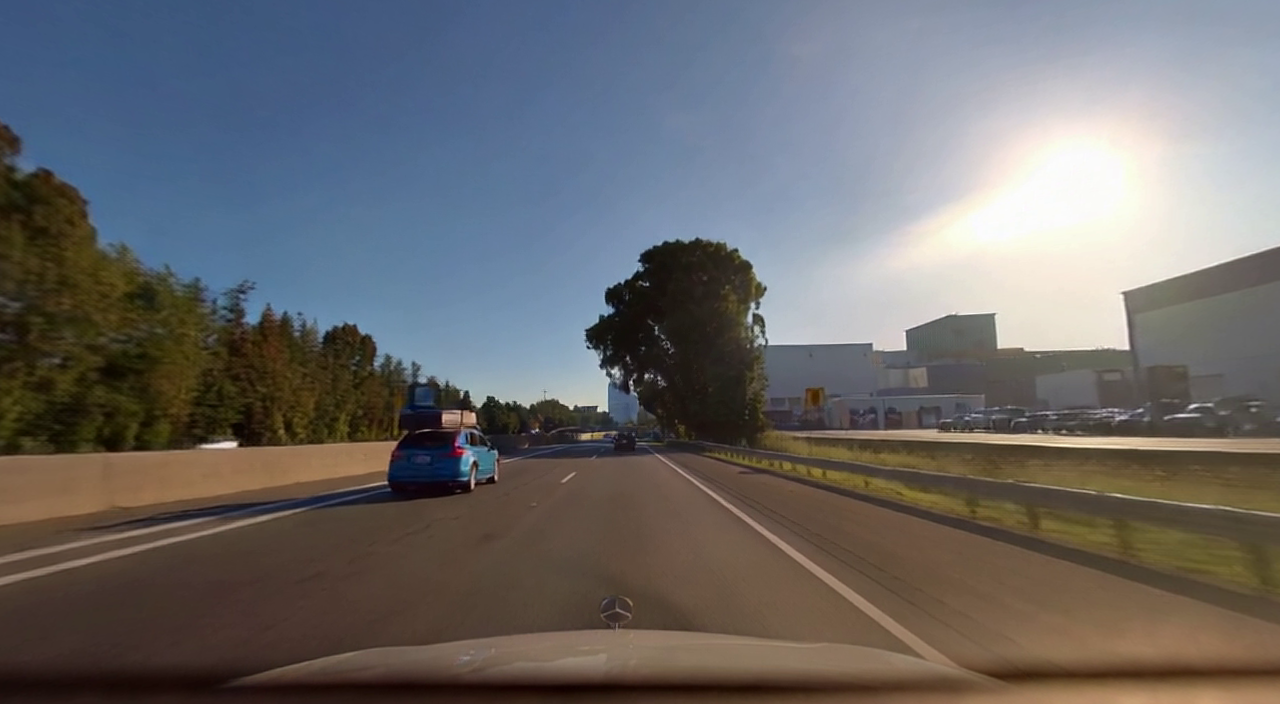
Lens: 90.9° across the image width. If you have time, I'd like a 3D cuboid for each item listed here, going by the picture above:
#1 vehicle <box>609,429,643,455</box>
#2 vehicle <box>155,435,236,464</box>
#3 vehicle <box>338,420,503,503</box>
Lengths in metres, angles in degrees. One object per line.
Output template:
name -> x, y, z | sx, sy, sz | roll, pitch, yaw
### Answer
vehicle -> -0.911, 5.973, 41.967 | 2.151, 1.618, 3.898 | 0, -8, -1
vehicle -> -27.782, 6.094, 39.554 | 1.914, 1.678, 4.212 | 0, -8, 2
vehicle -> -4.780, 2.435, 14.602 | 2.189, 1.580, 4.607 | 0, -8, -1
